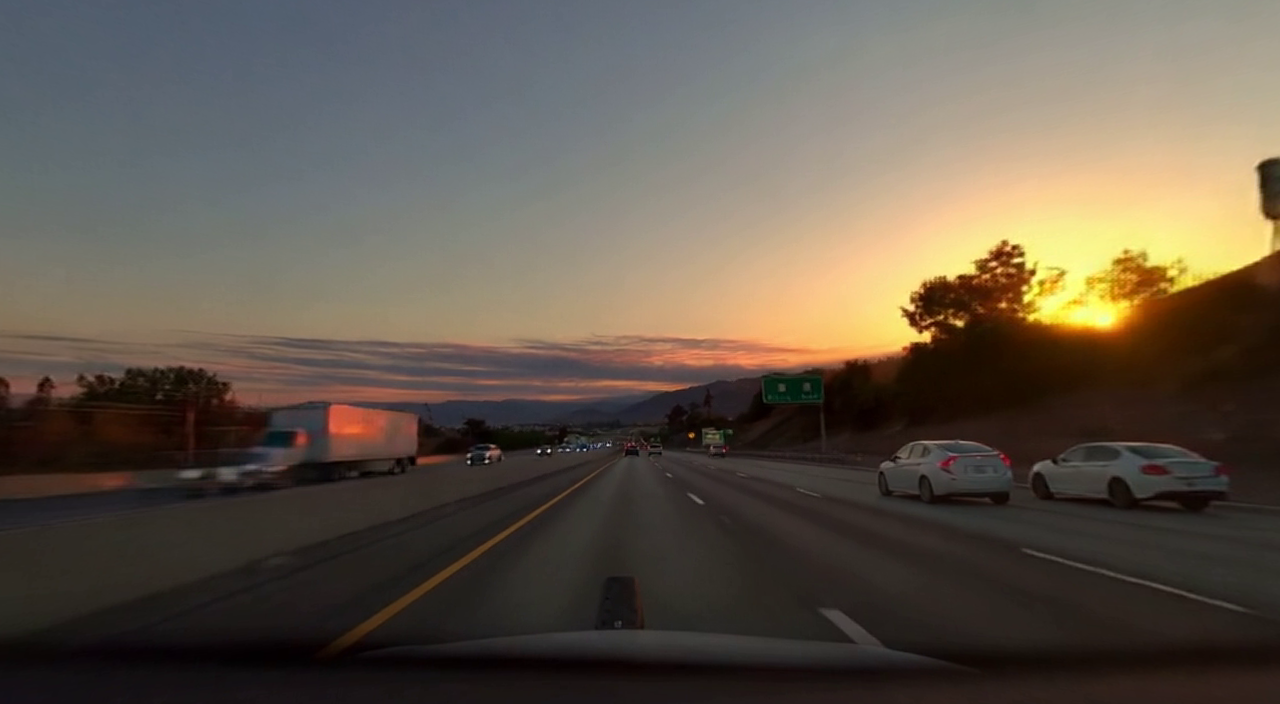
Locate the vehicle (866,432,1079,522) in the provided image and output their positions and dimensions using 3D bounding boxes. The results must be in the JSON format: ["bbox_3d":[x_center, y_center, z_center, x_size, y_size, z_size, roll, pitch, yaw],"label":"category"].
[{"bbox_3d":[6.705,2.548,13.503,1.901,1.548,4.684,0,-8,-1],"label":"vehicle"}]

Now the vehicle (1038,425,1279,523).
[{"bbox_3d":[10.895,2.463,13.372,2.068,1.680,4.361,-1,-8,1],"label":"vehicle"}]

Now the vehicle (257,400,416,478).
[{"bbox_3d":[-17.874,5.445,39.017,2.989,3.924,13.704,0,-8,0],"label":"vehicle"}]

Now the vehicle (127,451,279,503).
[{"bbox_3d":[-14.156,4.024,20.845,1.895,1.474,4.394,0,-8,0],"label":"vehicle"}]
